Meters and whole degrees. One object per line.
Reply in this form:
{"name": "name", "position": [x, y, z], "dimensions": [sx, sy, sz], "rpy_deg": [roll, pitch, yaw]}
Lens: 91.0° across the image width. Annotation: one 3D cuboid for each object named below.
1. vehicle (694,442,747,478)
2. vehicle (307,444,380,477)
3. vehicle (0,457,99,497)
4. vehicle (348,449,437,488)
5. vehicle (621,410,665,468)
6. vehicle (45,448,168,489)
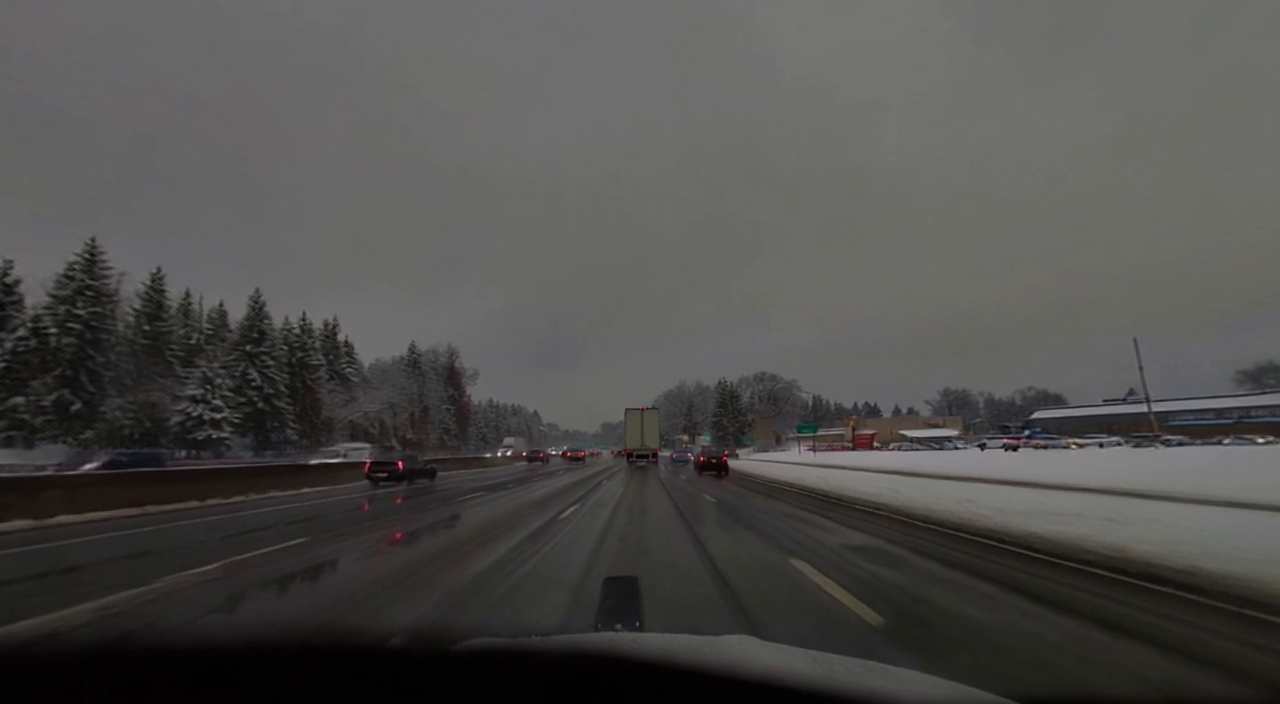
{"name": "vehicle", "position": [4.070, 5.515, 32.417], "dimensions": [2.107, 1.707, 4.445], "rpy_deg": [0, -9, 0]}
{"name": "vehicle", "position": [-17.322, 6.354, 37.085], "dimensions": [2.130, 1.783, 4.698], "rpy_deg": [0, -9, -2]}
{"name": "vehicle", "position": [-24.086, 4.945, 25.232], "dimensions": [1.593, 1.431, 3.593], "rpy_deg": [0, -9, -1]}
{"name": "vehicle", "position": [-10.645, 5.013, 27.486], "dimensions": [2.015, 1.521, 4.550], "rpy_deg": [0, -9, 1]}
{"name": "vehicle", "position": [0.384, 6.695, 48.141], "dimensions": [3.012, 3.928, 10.262], "rpy_deg": [0, -9, 2]}
{"name": "vehicle", "position": [-20.532, 4.475, 24.440], "dimensions": [1.603, 1.447, 3.570], "rpy_deg": [0, -9, 0]}
